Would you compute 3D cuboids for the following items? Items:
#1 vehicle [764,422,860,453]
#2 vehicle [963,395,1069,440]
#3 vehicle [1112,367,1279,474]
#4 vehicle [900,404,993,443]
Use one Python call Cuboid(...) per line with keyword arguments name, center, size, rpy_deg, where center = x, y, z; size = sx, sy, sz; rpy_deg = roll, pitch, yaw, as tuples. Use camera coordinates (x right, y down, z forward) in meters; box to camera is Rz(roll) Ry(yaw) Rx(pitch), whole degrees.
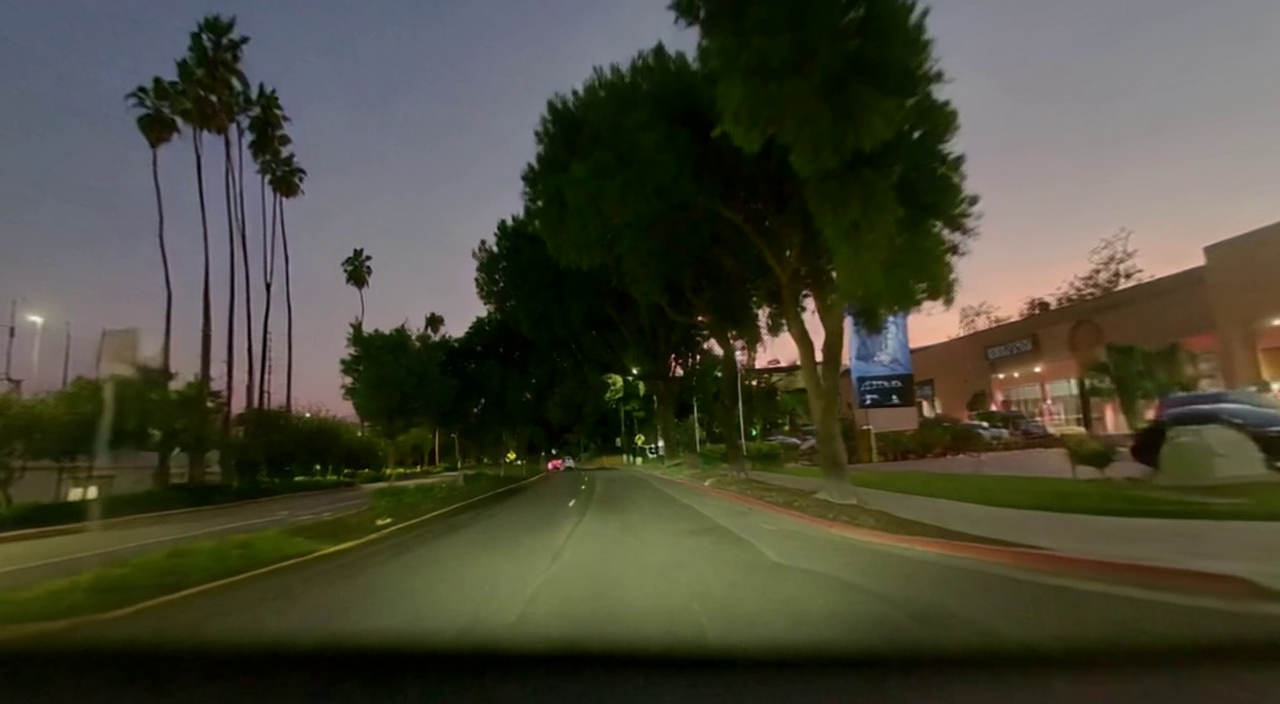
Cuboid(name="vehicle", center=(9.528, 4.786, 35.124), size=(4.671, 1.630, 2.200), rpy_deg=(0, -9, -1))
Cuboid(name="vehicle", center=(18.767, 3.397, 31.674), size=(1.992, 1.767, 4.848), rpy_deg=(-7, -9, -4))
Cuboid(name="vehicle", center=(11.834, 1.415, 12.206), size=(2.196, 1.715, 4.918), rpy_deg=(-2, -9, 11))
Cuboid(name="vehicle", center=(18.638, 4.399, 38.383), size=(2.002, 1.686, 4.537), rpy_deg=(-1, -11, -31))
